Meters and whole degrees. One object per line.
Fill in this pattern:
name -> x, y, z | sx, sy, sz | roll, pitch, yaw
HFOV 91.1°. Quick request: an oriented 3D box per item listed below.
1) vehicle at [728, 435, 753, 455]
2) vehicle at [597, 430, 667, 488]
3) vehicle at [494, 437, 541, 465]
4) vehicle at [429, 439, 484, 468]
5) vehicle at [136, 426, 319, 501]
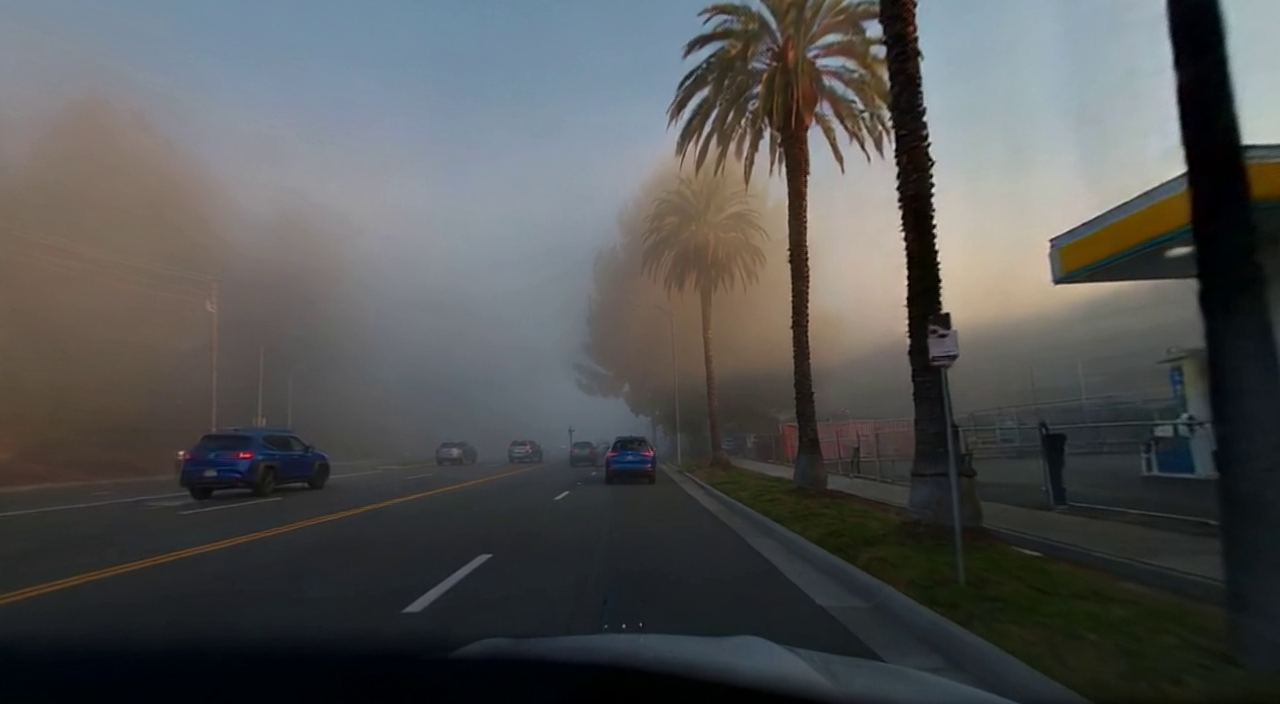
vehicle -> 7.671, 7.128, 47.870 | 1.837, 1.416, 3.947 | -1, -9, 9
vehicle -> -0.231, 3.521, 20.842 | 2.121, 1.710, 3.893 | 0, -9, 0
vehicle -> -7.673, 6.248, 39.642 | 2.099, 1.608, 4.420 | 0, -9, 0
vehicle -> -11.387, 6.349, 39.386 | 1.998, 1.731, 4.952 | 0, -9, -1
vehicle -> -10.818, 2.946, 16.945 | 1.965, 1.743, 4.327 | 0, -9, 0
